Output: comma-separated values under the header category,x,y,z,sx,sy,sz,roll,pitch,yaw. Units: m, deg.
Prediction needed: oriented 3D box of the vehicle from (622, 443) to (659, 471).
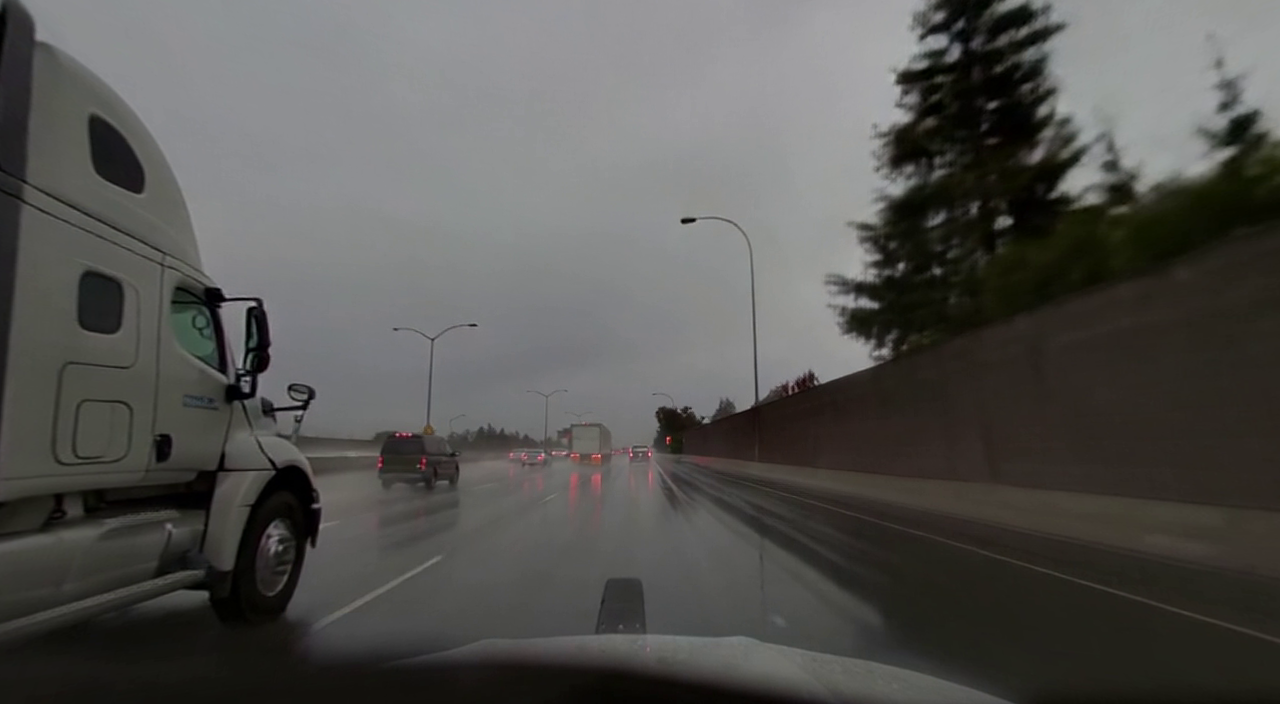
category,x,y,z,sx,sy,sz,roll,pitch,yaw
vehicle,0.052,6.404,38.589,2.178,1.640,4.071,0,-9,1

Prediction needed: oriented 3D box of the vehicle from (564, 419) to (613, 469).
category,x,y,z,sx,sy,sz,roll,pitch,yaw
vehicle,-3.671,6.928,47.133,2.956,3.331,9.575,0,-9,-1

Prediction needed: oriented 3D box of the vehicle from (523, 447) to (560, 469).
category,x,y,z,sx,sy,sz,roll,pitch,yaw
vehicle,-7.240,7.830,46.615,1.962,1.489,4.002,0,-9,1

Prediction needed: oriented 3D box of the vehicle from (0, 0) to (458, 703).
category,x,y,z,sx,sy,sz,roll,pitch,yaw
vehicle,-3.690,0.218,2.448,3.025,3.266,9.256,0,-9,1
